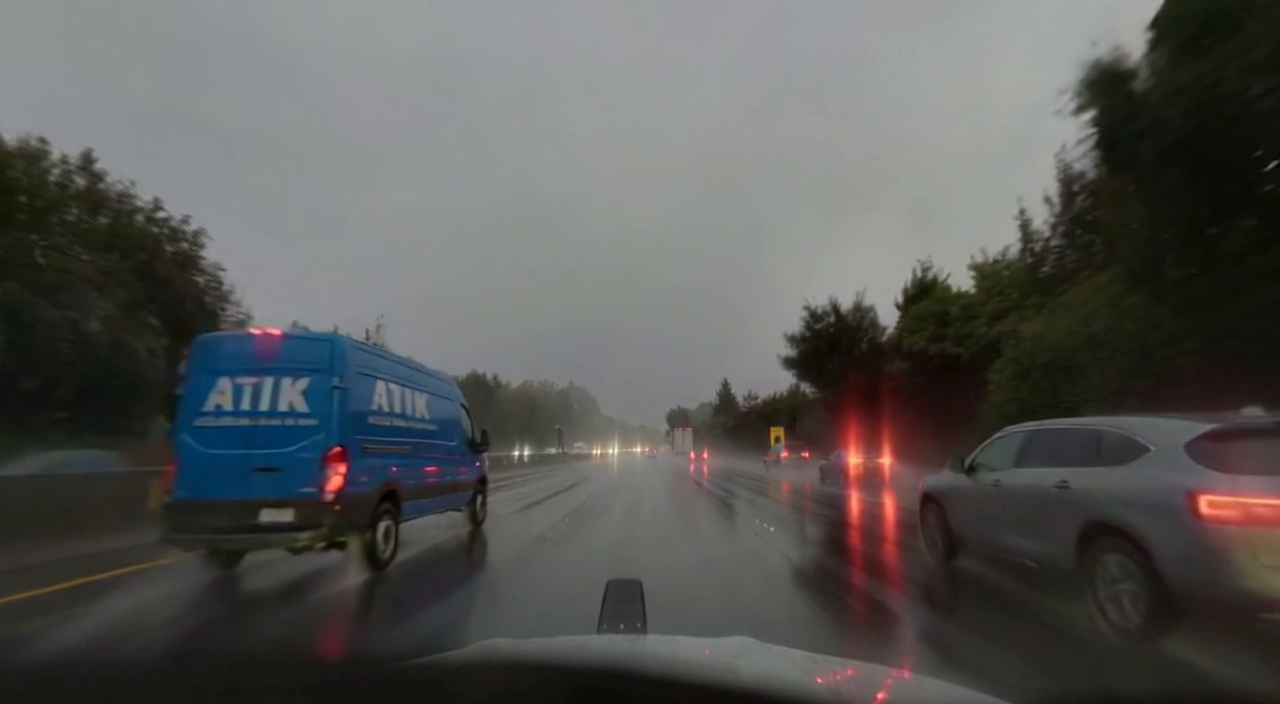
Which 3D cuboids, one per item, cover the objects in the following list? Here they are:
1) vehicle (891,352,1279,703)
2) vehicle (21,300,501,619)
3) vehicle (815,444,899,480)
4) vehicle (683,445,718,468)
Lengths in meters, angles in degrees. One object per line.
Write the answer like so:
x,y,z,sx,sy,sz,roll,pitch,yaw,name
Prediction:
4.001,1.160,4.906,2.025,1.706,4.797,0,-9,-1,vehicle
-3.882,1.390,8.746,2.380,2.648,6.879,0,-9,-1,vehicle
9.823,5.030,28.979,1.838,1.490,4.460,1,-9,-6,vehicle
4.428,7.737,46.777,2.066,1.638,4.158,0,-9,-1,vehicle
